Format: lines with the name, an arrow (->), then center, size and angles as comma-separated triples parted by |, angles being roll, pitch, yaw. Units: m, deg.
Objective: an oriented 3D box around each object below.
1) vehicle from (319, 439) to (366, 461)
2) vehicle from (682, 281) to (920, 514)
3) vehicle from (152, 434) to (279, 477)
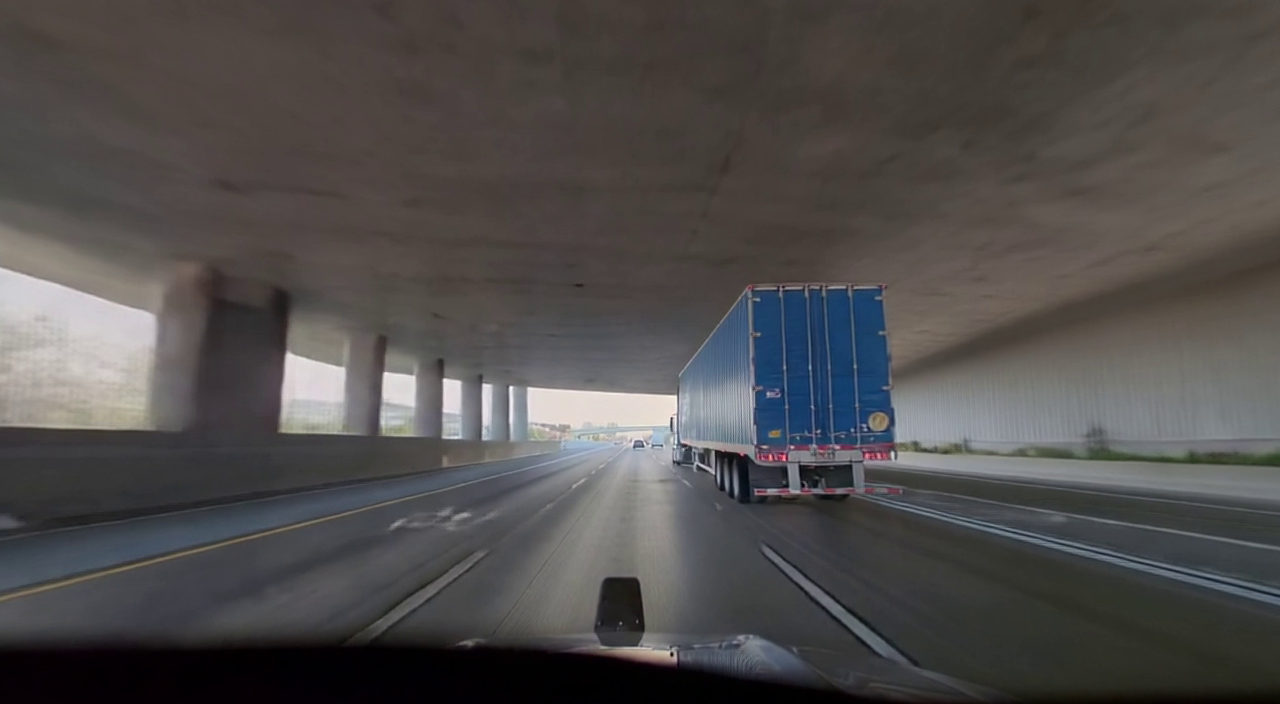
vehicle -> -21.806, 7.188, 46.380 | 1.647, 1.481, 3.671 | 0, -9, 0
vehicle -> 3.371, 2.010, 19.389 | 2.743, 4.160, 16.408 | 0, -9, -1
vehicle -> -29.732, 7.305, 44.920 | 2.819, 2.709, 9.047 | 0, -9, -1
